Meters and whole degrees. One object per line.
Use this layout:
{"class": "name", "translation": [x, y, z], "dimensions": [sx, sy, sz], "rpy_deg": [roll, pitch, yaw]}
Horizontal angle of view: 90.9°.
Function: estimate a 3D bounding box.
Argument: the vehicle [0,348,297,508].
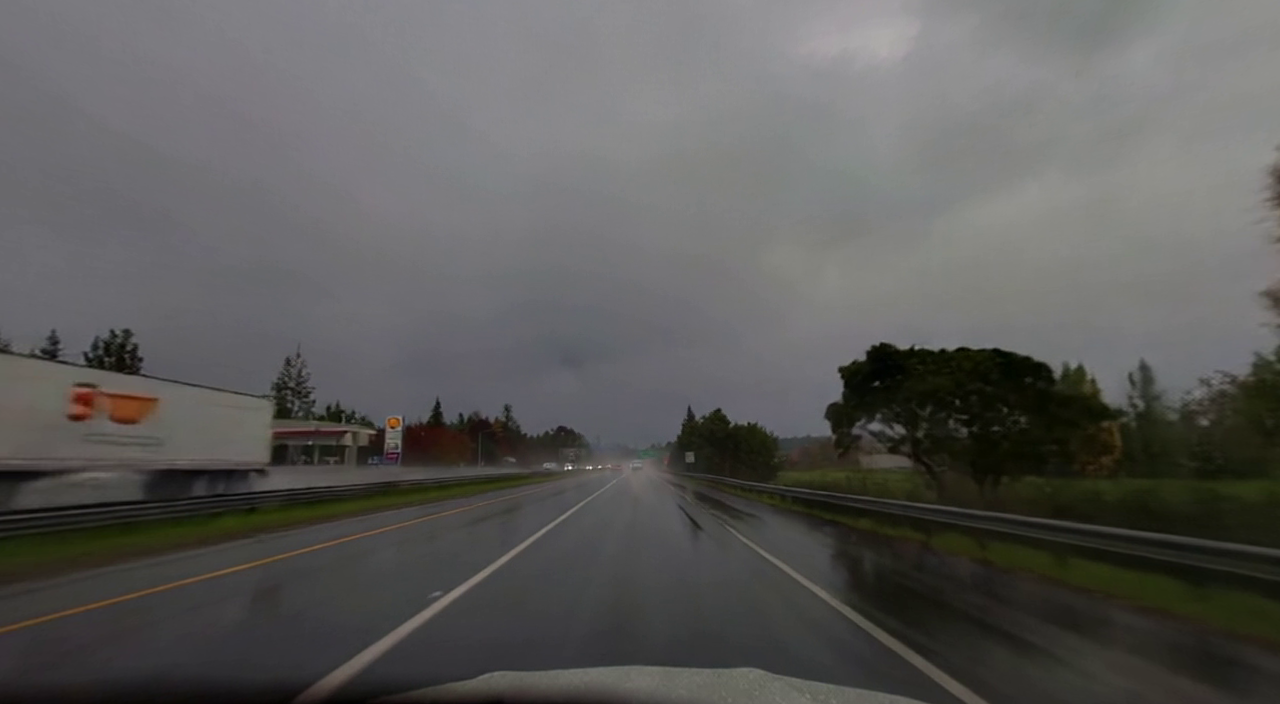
{"class": "vehicle", "translation": [-17.345, 2.988, 21.656], "dimensions": [3.384, 3.839, 13.714], "rpy_deg": [1, -11, 0]}
